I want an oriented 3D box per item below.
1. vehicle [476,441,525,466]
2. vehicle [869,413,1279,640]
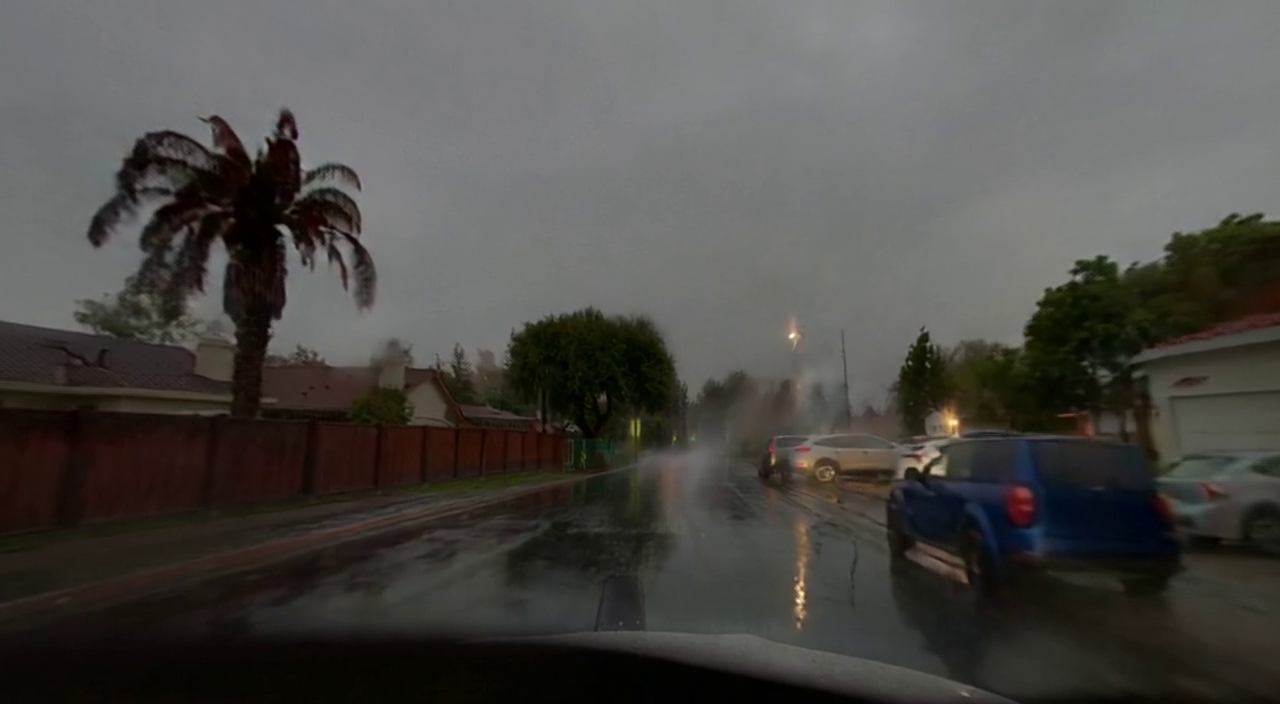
[{"bbox_3d":[-10.546,7.679,48.248,1.869,1.646,4.357,2,-7,13],"label":"vehicle"},{"bbox_3d":[4.448,1.640,7.037,2.051,1.676,4.497,0,-9,-1],"label":"vehicle"}]
